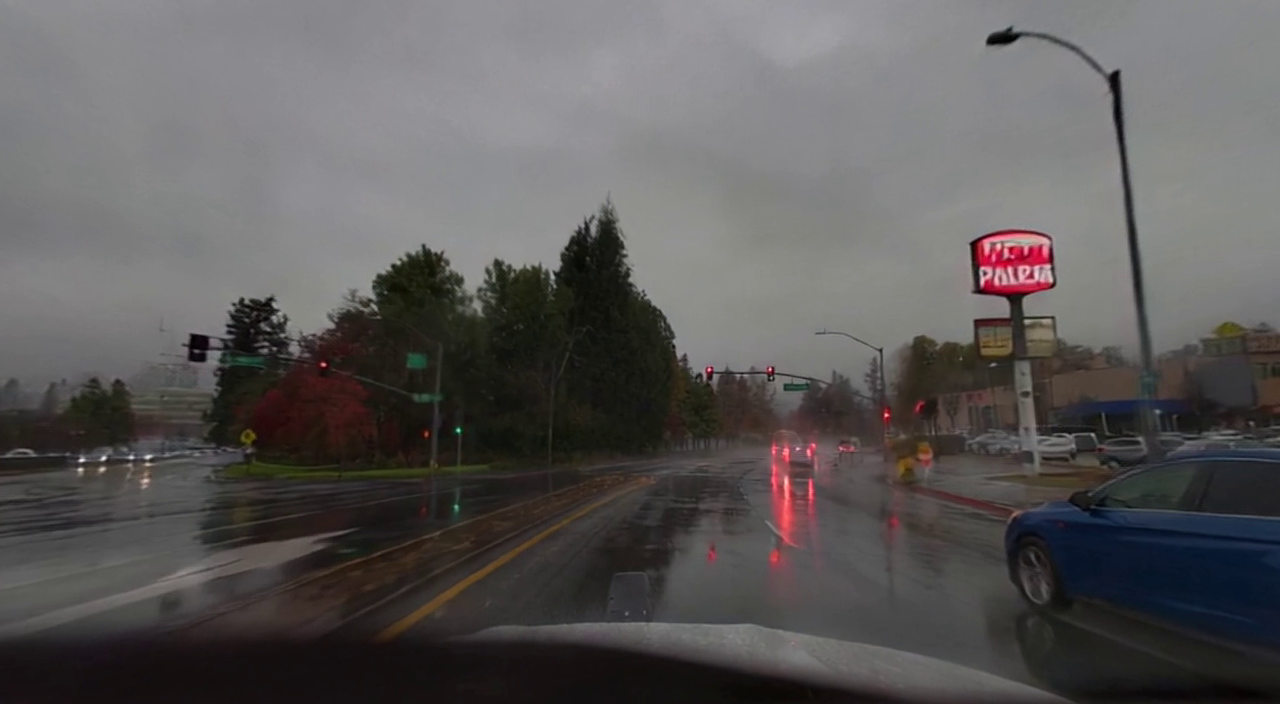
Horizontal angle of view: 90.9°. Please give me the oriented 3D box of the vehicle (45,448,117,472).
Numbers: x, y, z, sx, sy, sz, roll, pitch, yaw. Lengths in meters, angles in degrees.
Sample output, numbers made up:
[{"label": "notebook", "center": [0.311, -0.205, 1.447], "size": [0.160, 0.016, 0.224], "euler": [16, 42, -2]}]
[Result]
[{"label": "vehicle", "center": [-36.284, 6.994, 41.039], "size": [1.779, 1.458, 4.279], "euler": [3, -9, -16]}]

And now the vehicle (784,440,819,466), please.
[{"label": "vehicle", "center": [11.815, 7.339, 45.885], "size": [2.311, 1.715, 4.287], "euler": [-2, -9, 16]}]

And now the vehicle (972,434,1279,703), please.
[{"label": "vehicle", "center": [4.353, 1.302, 4.131], "size": [1.938, 1.466, 4.434], "euler": [0, -9, 0]}]
